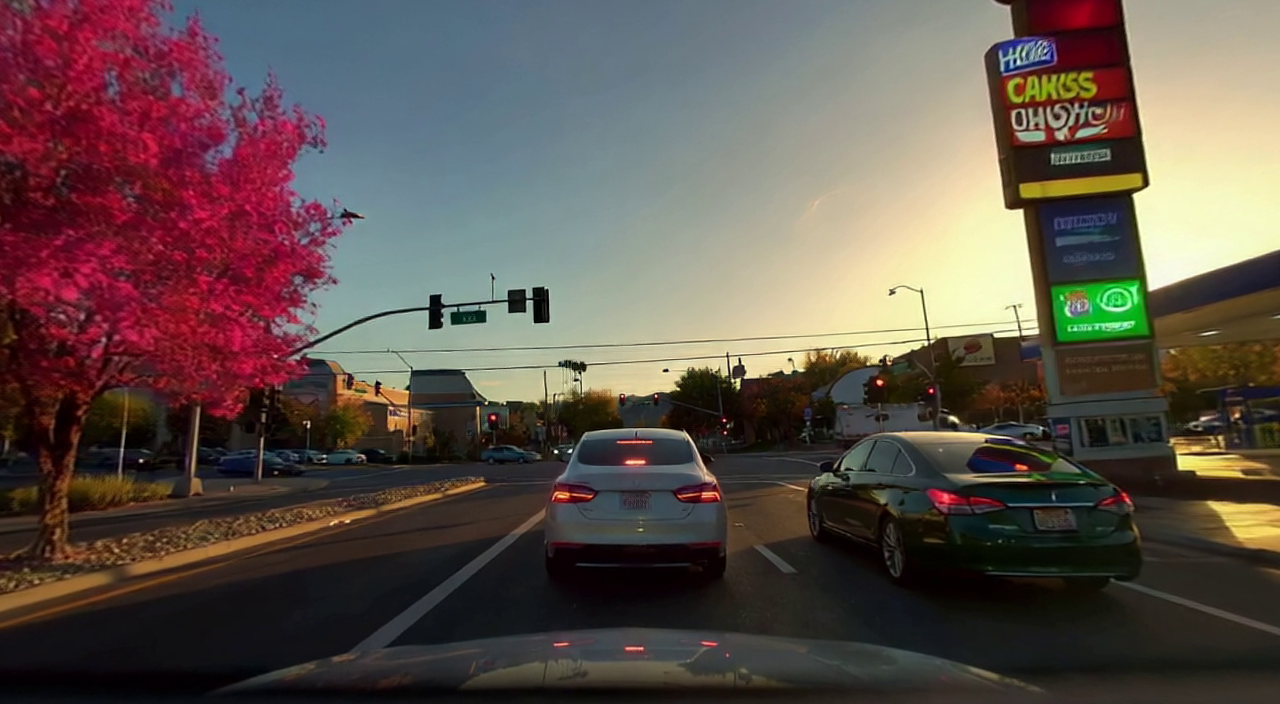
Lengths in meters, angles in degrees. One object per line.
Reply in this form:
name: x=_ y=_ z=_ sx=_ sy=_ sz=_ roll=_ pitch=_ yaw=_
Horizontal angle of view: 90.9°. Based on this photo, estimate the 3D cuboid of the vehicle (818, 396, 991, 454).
vehicle: x=18.542 y=5.330 z=45.048 sx=10.890 sy=3.868 sz=3.021 roll=-3 pitch=-9 yaw=19

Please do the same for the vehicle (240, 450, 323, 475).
vehicle: x=-23.015 y=7.069 z=40.506 sx=4.609 sy=1.465 sz=1.944 roll=-3 pitch=-9 yaw=17

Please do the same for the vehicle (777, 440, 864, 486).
vehicle: x=6.508 y=4.041 z=23.285 sx=1.942 sy=1.511 sz=4.390 roll=0 pitch=-8 yaw=0

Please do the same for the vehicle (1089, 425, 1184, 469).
vehicle: x=18.584 y=3.537 z=23.533 sx=4.300 sy=1.495 sz=2.053 roll=8 pitch=-11 yaw=-43

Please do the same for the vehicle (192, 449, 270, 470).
vehicle: x=-29.536 y=7.792 z=45.561 sx=4.466 sy=1.438 sz=1.837 roll=-1 pitch=-8 yaw=5

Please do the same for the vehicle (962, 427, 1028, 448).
vehicle: x=27.238 y=6.575 z=48.399 sx=3.968 sy=1.572 sz=1.740 roll=0 pitch=-9 yaw=3

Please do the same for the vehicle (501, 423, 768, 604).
vehicle: x=-0.066 y=1.643 z=7.334 sx=2.213 sy=1.482 sz=4.057 roll=0 pitch=-8 yaw=-1
